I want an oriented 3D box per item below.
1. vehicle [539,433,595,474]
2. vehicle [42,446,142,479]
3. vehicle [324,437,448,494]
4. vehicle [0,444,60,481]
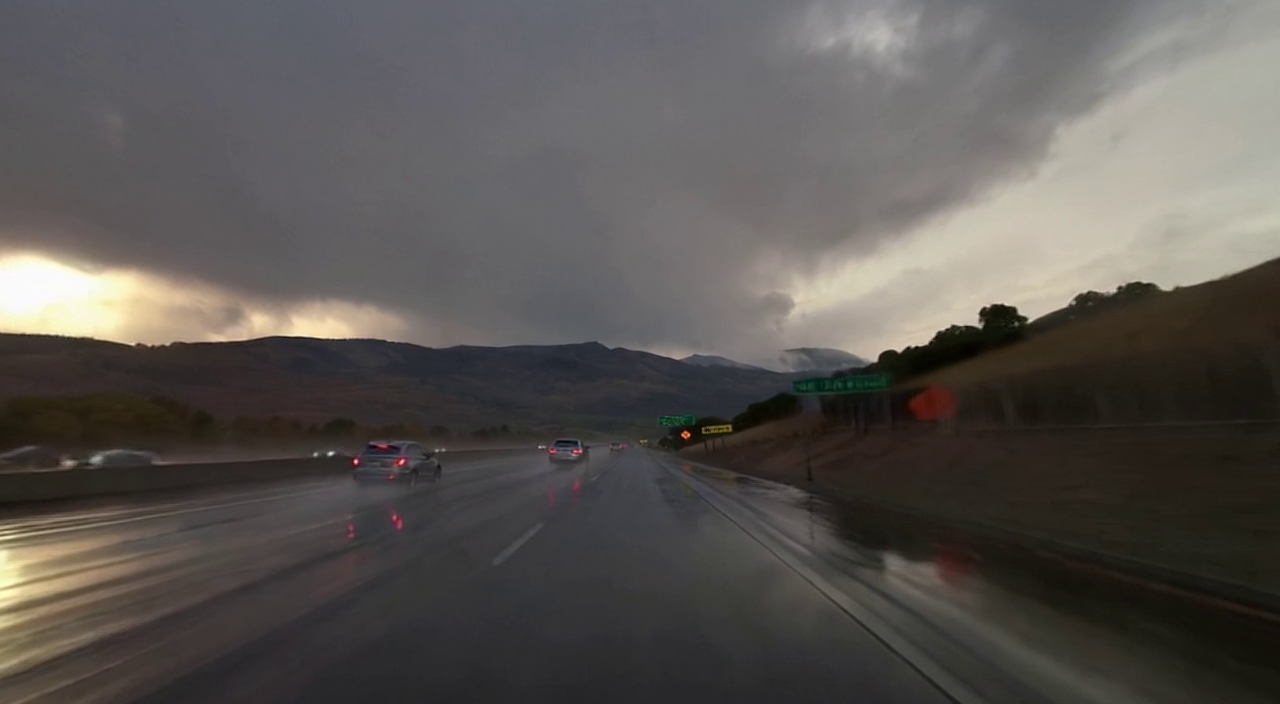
[{"bbox_3d":[-3.295,4.684,29.335,2.029,1.753,4.718,0,-8,0],"label":"vehicle"},{"bbox_3d":[-35.211,7.067,40.796,2.013,1.872,4.977,0,-8,-1],"label":"vehicle"},{"bbox_3d":[-7.545,3.395,19.326,1.930,1.508,4.567,0,-8,0],"label":"vehicle"},{"bbox_3d":[-40.526,7.027,40.225,2.367,2.293,5.123,-1,-8,-1],"label":"vehicle"}]
